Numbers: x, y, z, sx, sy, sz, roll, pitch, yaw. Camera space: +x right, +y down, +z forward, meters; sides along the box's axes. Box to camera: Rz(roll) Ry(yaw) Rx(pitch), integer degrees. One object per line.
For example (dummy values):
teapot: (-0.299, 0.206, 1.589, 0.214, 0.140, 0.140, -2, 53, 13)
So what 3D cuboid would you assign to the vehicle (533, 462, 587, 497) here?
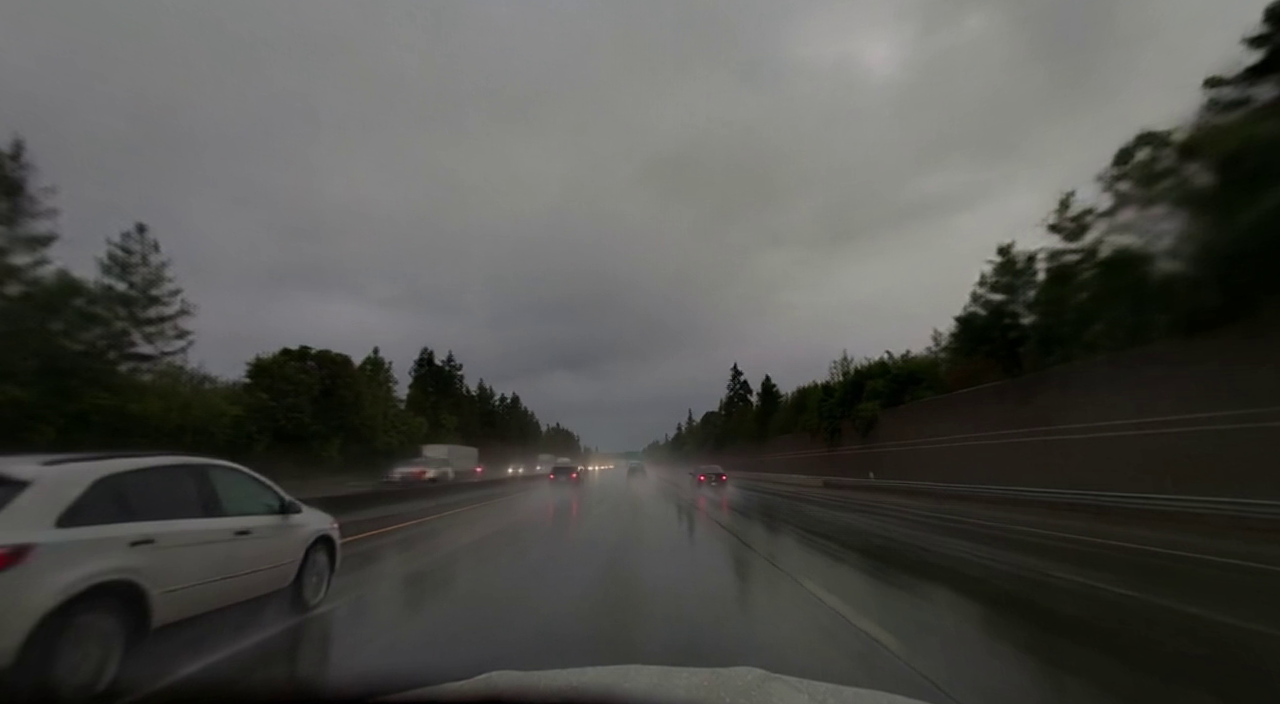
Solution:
vehicle: (-3.624, 5.894, 29.330, 2.000, 1.484, 3.995, 1, -11, -1)

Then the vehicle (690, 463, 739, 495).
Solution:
vehicle: (3.746, 6.456, 32.204, 1.981, 1.516, 4.109, 1, -11, 0)

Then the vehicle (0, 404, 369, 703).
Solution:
vehicle: (-3.552, 1.118, 3.425, 2.004, 1.468, 4.812, 0, -11, 0)
